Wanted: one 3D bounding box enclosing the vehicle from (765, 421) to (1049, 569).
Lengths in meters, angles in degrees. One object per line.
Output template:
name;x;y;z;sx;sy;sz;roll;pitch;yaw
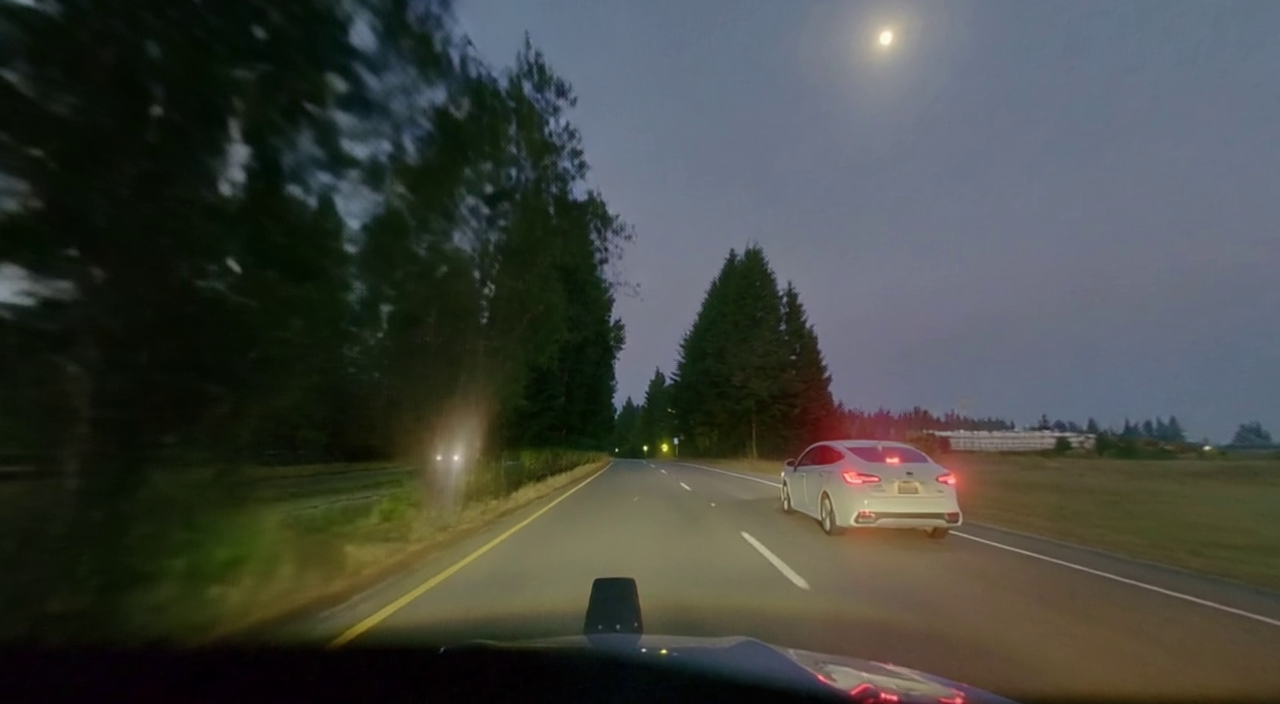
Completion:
vehicle;3.379;1.914;9.245;2.060;1.584;4.592;0;-9;-1

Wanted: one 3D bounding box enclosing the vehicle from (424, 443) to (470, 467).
vehicle;-13.990;7.488;46.064;1.978;1.660;4.462;0;-9;-1
